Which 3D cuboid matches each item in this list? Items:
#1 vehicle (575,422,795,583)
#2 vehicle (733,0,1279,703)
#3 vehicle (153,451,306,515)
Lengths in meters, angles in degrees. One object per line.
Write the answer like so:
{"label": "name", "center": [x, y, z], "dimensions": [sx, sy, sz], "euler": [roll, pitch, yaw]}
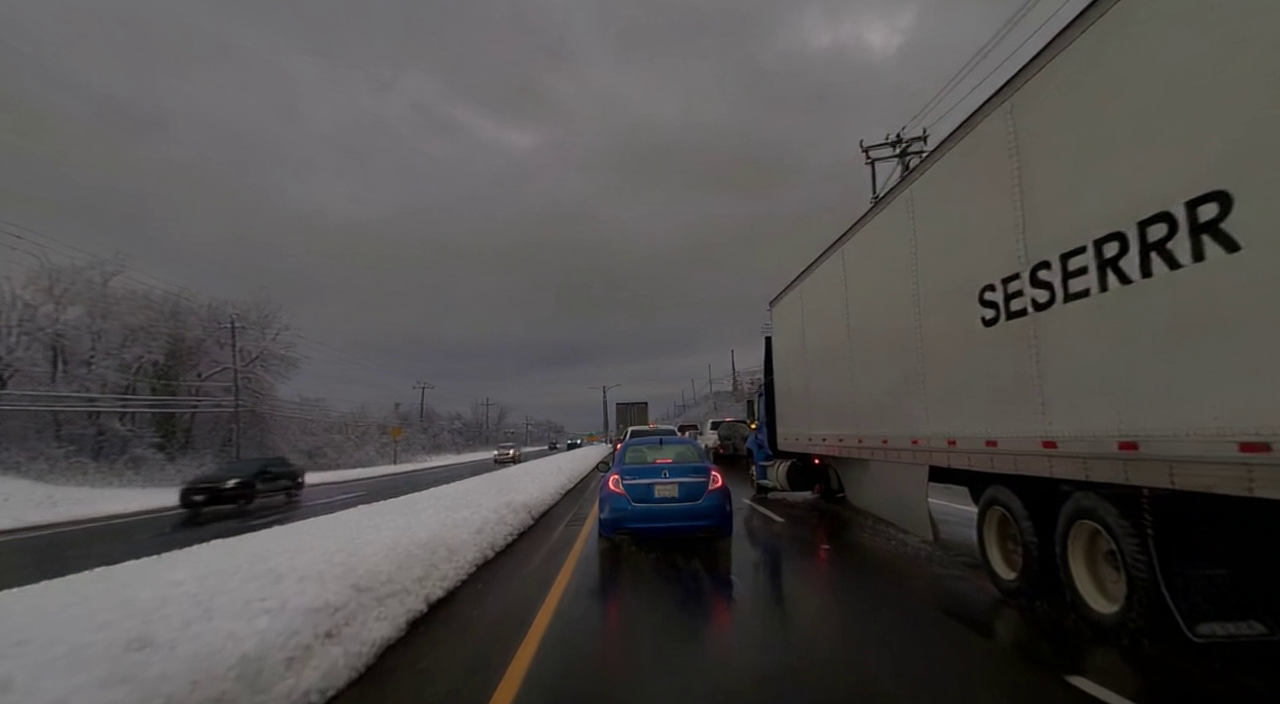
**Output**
{"label": "vehicle", "center": [0.341, 1.651, 7.700], "dimensions": [2.045, 1.446, 3.597], "euler": [0, -8, -2]}
{"label": "vehicle", "center": [4.204, 0.494, 8.868], "dimensions": [3.138, 4.065, 14.276], "euler": [0, -8, -2]}
{"label": "vehicle", "center": [-11.688, 3.704, 18.285], "dimensions": [1.856, 1.559, 3.844], "euler": [-1, -8, 0]}
